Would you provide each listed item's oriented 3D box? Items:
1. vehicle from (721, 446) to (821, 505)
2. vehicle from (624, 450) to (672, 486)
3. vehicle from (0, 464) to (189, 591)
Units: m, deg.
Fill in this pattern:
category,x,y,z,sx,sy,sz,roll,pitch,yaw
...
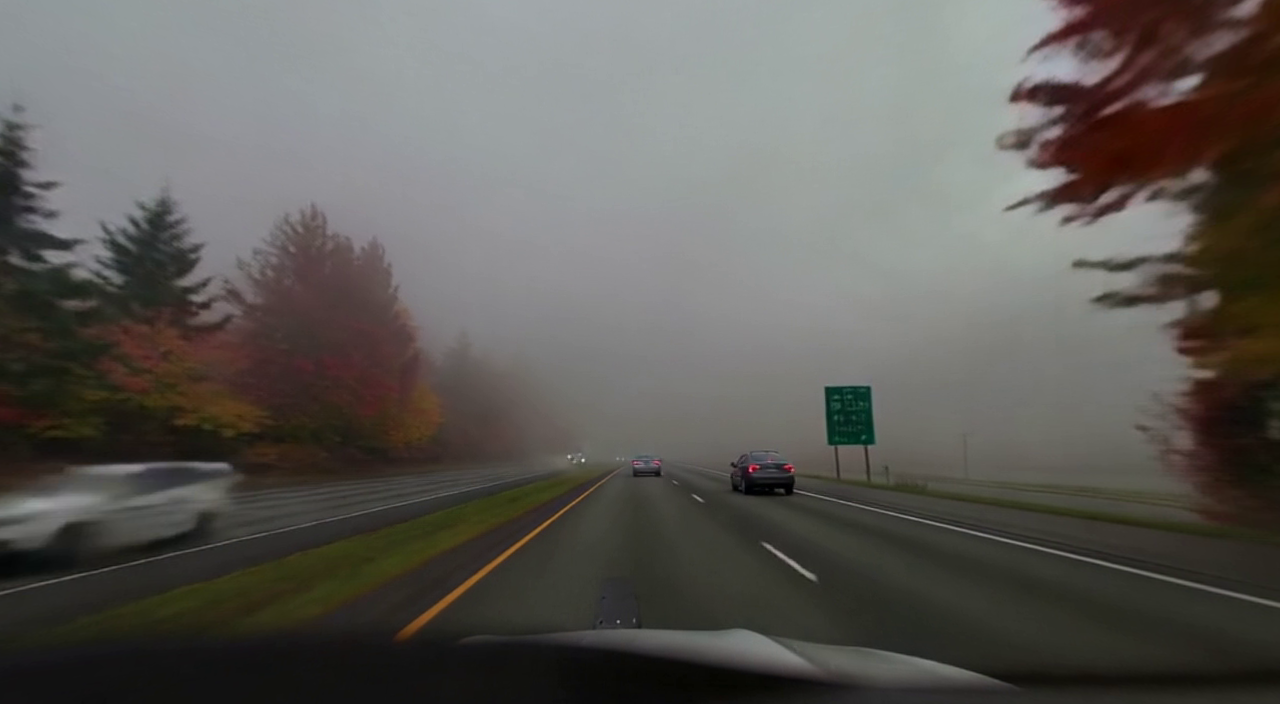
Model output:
category,x,y,z,sx,sy,sz,roll,pitch,yaw
vehicle,3.845,3.696,19.176,2.119,1.557,4.163,0,-9,-1
vehicle,0.364,5.380,29.495,2.070,1.546,4.648,0,-9,1
vehicle,-8.867,2.365,8.728,1.839,1.487,4.458,0,-9,0
